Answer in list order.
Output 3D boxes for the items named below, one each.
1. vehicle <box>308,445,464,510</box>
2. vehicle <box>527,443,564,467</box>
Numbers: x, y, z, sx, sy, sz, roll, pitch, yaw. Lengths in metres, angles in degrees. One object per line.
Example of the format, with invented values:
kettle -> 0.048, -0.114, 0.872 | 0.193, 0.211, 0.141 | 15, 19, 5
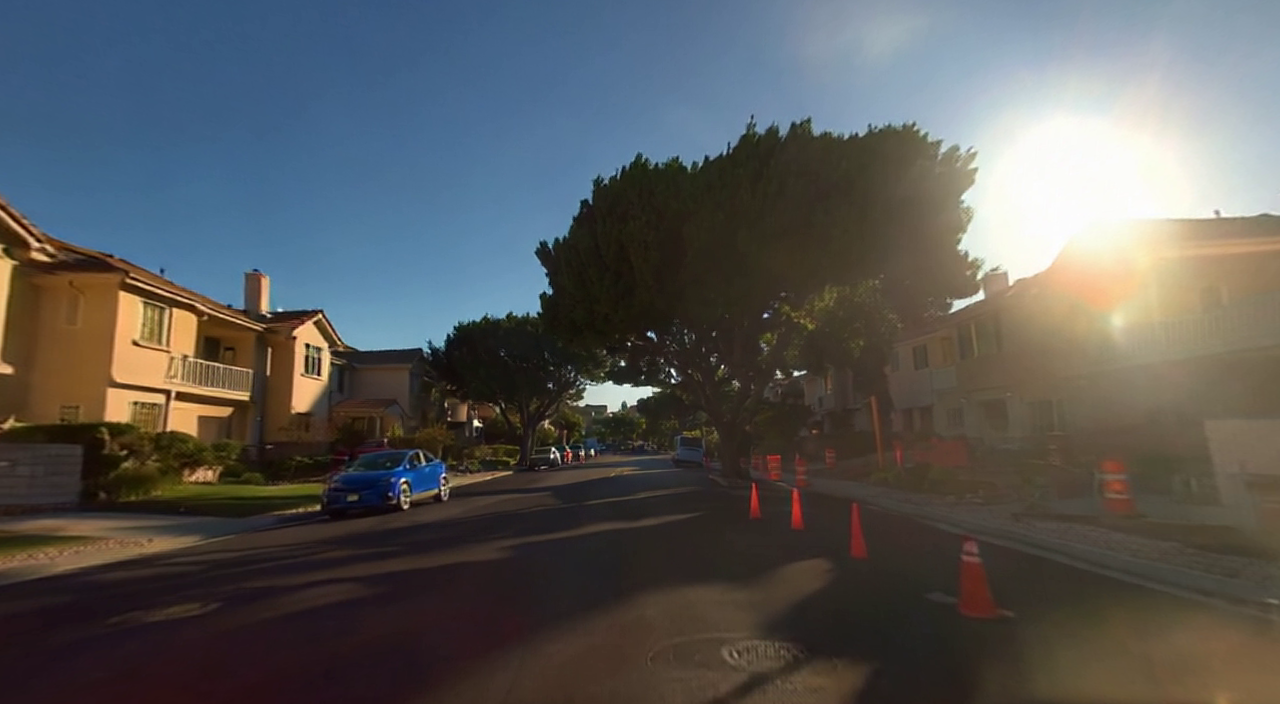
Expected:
vehicle -> -6.476, 3.232, 16.775 | 2.137, 1.481, 4.503 | 0, -9, 2
vehicle -> -6.562, 7.184, 44.119 | 1.957, 1.608, 4.476 | 0, -9, -1
